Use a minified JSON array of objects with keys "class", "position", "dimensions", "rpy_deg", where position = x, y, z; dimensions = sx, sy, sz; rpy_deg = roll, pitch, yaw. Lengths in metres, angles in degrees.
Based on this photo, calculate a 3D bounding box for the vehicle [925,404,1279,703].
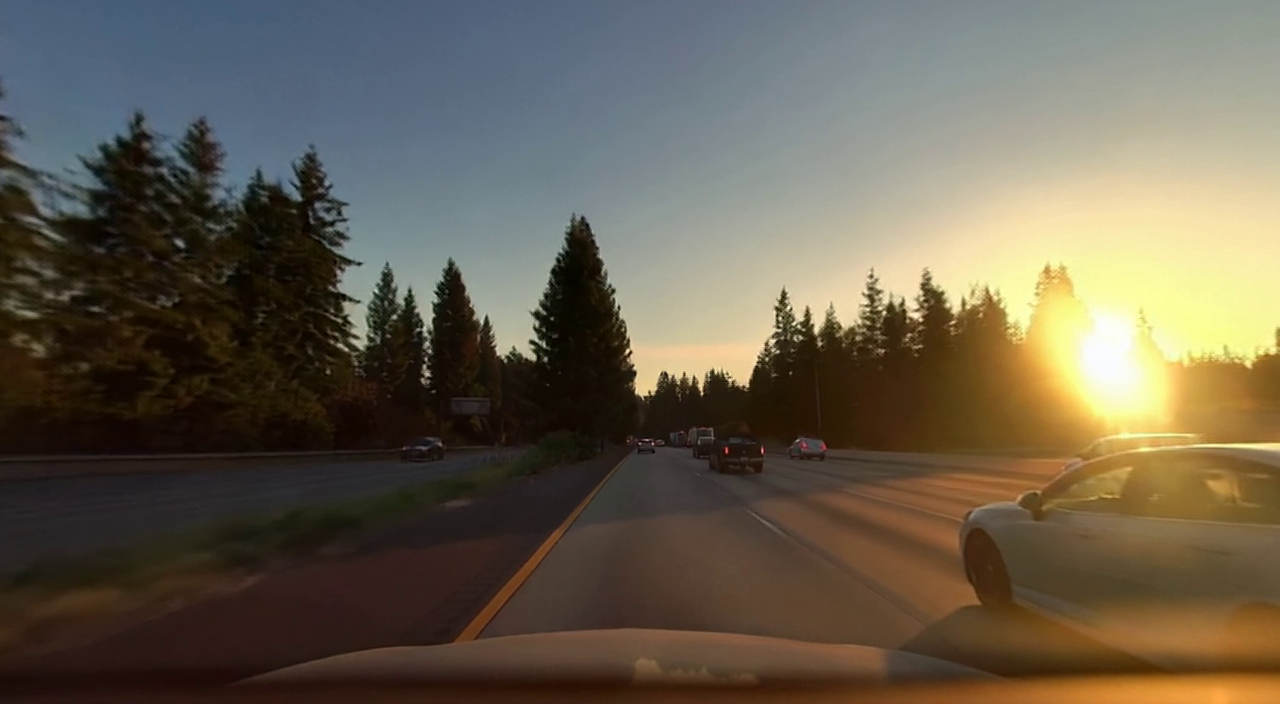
[{"class":"vehicle","position":[3.372,1.003,2.886],"dimensions":[1.904,1.453,4.789],"rpy_deg":[0,-8,0]}]

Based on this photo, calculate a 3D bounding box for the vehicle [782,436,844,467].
[{"class":"vehicle","position":[9.031,5.230,33.150],"dimensions":[2.002,1.500,4.715],"rpy_deg":[0,-8,1]}]

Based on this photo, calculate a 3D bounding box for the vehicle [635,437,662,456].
[{"class":"vehicle","position":[0.643,7.482,49.827],"dimensions":[2.052,1.472,4.295],"rpy_deg":[0,-8,0]}]

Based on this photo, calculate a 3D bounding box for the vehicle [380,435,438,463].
[{"class":"vehicle","position":[-14.618,6.156,39.945],"dimensions":[1.953,1.633,4.404],"rpy_deg":[0,-8,1]}]

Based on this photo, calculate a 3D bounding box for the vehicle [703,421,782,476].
[{"class":"vehicle","position":[3.900,3.816,25.015],"dimensions":[2.206,1.902,5.460],"rpy_deg":[0,-8,0]}]
